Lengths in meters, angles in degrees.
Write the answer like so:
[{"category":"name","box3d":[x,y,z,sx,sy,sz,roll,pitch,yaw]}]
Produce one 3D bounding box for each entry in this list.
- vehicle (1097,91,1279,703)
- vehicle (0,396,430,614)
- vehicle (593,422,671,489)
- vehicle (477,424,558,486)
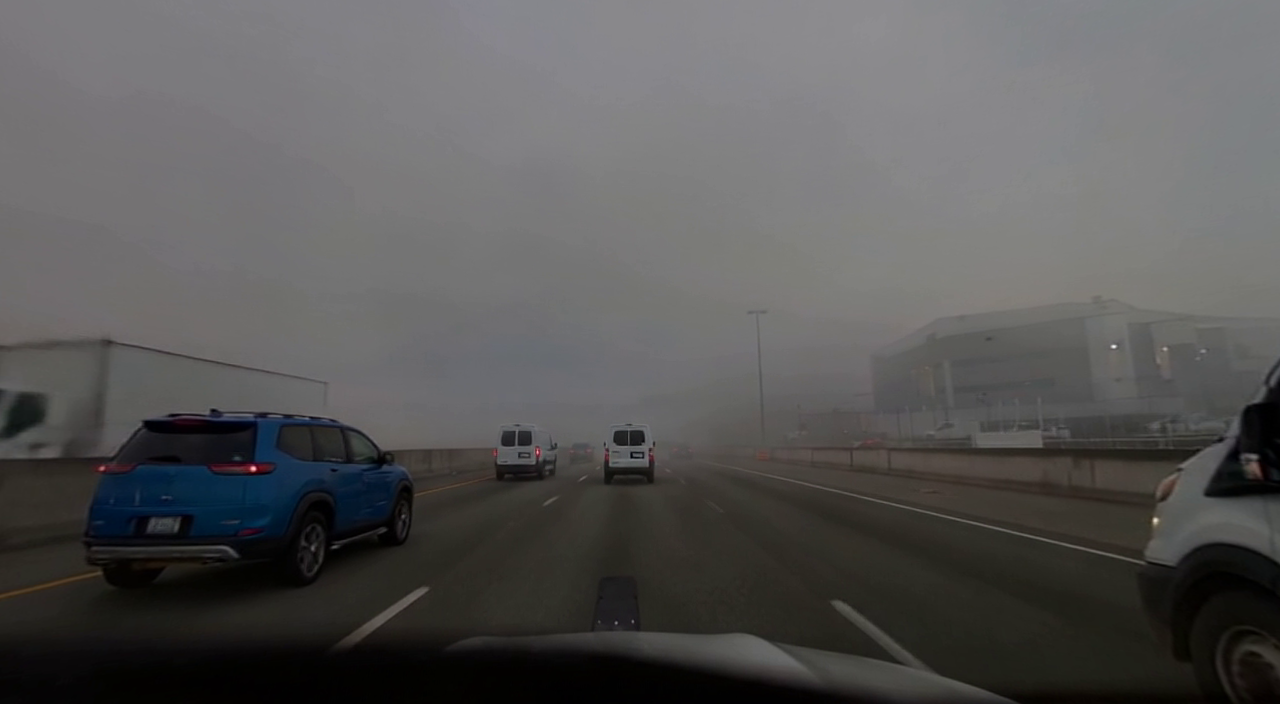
[{"category":"vehicle","box3d":[3.924,-0.048,0.659,2.427,2.652,5.769,0,-8,0]},{"category":"vehicle","box3d":[-4.122,1.518,7.243,1.972,1.703,4.333,0,-8,-1]},{"category":"vehicle","box3d":[-0.313,3.349,20.730,2.304,1.925,4.282,0,-8,-2]},{"category":"vehicle","box3d":[-4.200,3.600,22.296,2.038,1.936,4.300,0,-8,-1]}]
